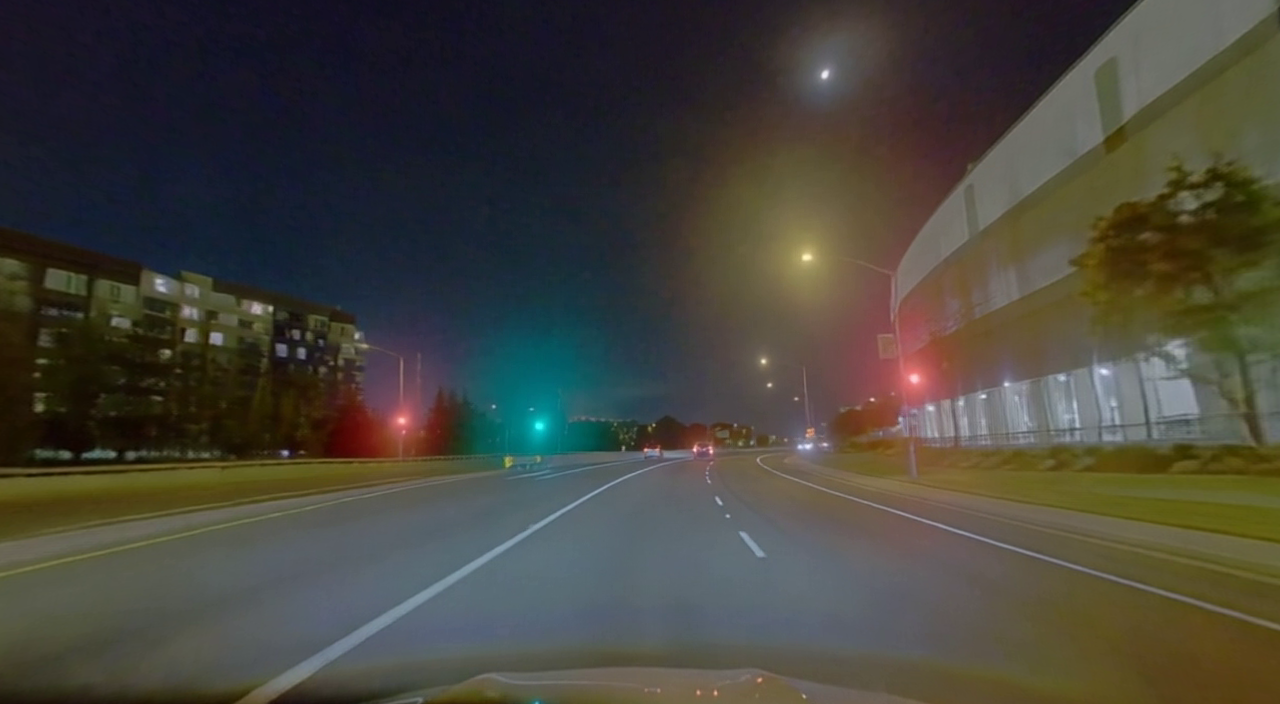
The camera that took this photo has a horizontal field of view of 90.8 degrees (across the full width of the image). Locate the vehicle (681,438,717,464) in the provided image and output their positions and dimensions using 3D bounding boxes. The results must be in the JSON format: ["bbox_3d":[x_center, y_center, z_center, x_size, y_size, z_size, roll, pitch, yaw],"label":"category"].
[{"bbox_3d":[4.619,7.608,48.671,2.356,1.931,4.840,-2,-9,9],"label":"vehicle"}]
